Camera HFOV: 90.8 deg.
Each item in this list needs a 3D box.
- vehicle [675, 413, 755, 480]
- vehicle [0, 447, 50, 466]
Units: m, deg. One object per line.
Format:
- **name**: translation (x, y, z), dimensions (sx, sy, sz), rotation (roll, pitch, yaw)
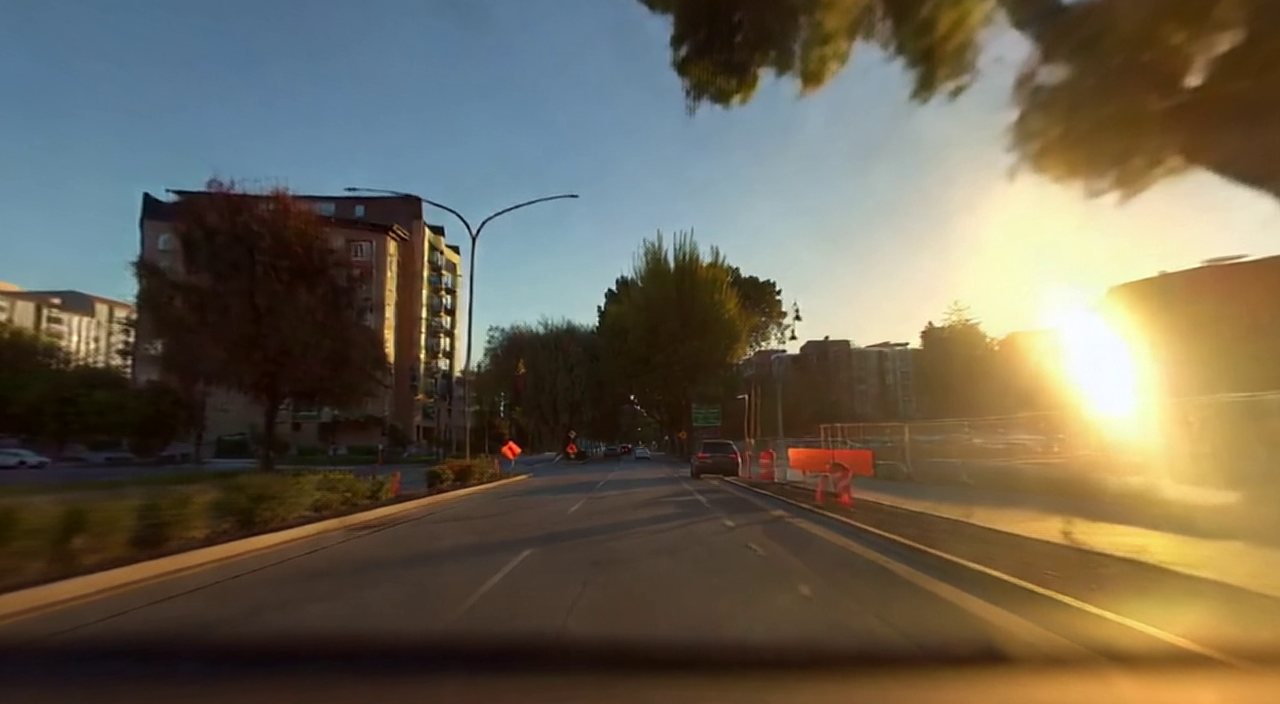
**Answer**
- **vehicle**: translation (3.188, 4.117, 27.673), dimensions (2.849, 2.686, 3.176), rotation (-1, -8, -4)
- **vehicle**: translation (-47.834, 7.886, 47.813), dimensions (1.773, 1.435, 4.806), rotation (0, -9, -1)
